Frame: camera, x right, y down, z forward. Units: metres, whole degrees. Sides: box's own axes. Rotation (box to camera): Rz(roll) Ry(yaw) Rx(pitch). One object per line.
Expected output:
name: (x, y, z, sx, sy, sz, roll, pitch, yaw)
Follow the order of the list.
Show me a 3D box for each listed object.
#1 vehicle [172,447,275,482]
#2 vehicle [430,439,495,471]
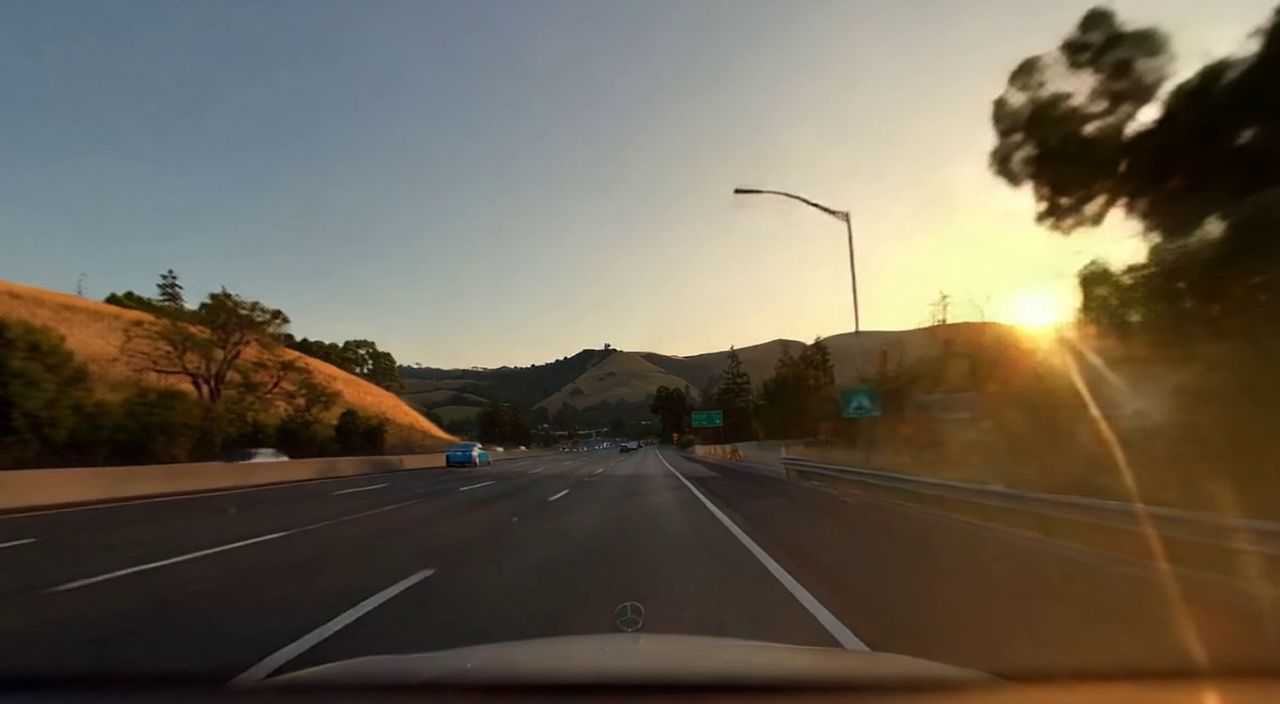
vehicle: (-20.055, 5.395, 30.632, 1.884, 1.507, 4.491, 0, -8, 1)
vehicle: (-10.224, 5.970, 36.751, 2.152, 1.753, 4.972, 0, -8, 2)
